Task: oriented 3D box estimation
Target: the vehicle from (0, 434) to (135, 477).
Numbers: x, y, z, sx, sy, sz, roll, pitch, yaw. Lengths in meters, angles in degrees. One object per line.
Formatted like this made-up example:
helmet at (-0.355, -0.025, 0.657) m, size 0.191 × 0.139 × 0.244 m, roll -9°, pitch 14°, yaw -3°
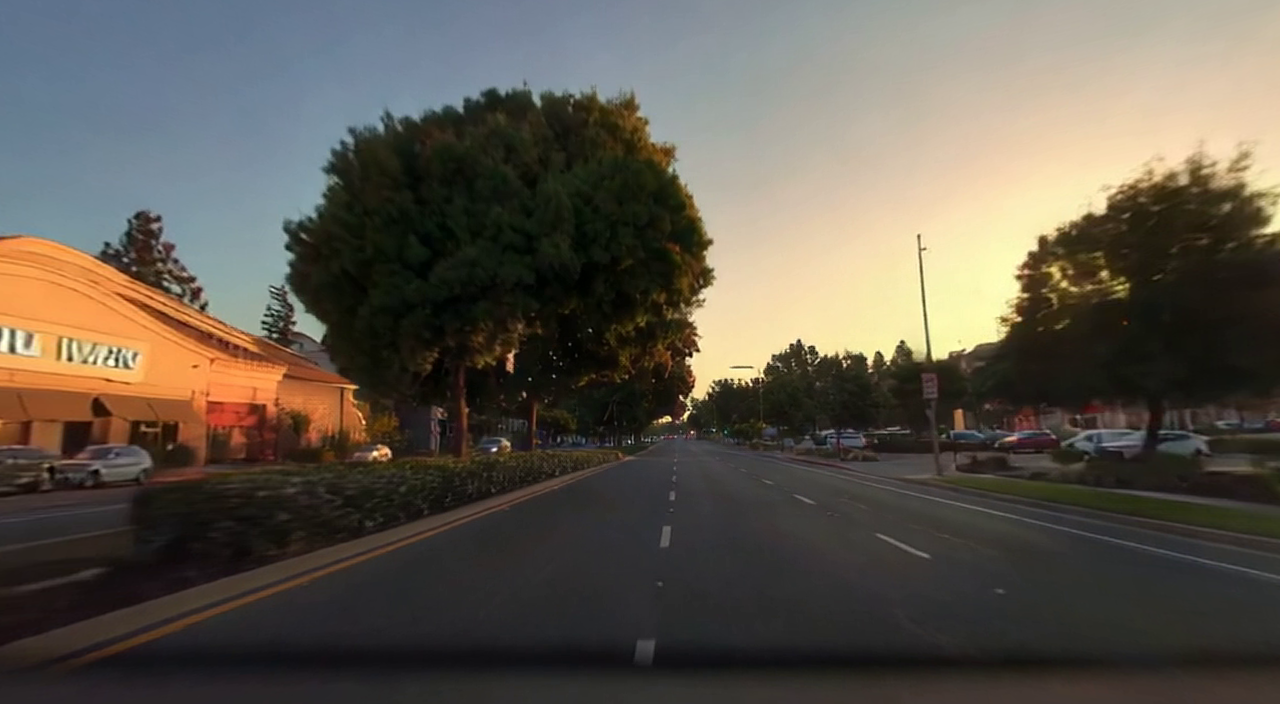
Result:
vehicle at (-25.590, 4.585, 28.029) m, size 4.620 × 1.801 × 2.017 m, roll 0°, pitch -9°, yaw 3°

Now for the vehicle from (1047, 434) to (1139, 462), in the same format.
vehicle at (28.049, 5.978, 39.359) m, size 2.129 × 1.652 × 5.150 m, roll 0°, pitch -9°, yaw 3°

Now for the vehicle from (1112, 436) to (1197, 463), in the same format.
vehicle at (31.228, 5.927, 38.530) m, size 1.825 × 1.572 × 4.229 m, roll 0°, pitch -9°, yaw 4°

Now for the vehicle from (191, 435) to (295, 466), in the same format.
vehicle at (-27.170, 6.753, 43.502) m, size 2.139 × 1.987 × 5.536 m, roll -5°, pitch -10°, yaw 32°

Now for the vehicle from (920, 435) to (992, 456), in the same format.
vehicle at (22.343, 6.618, 44.761) m, size 4.095 × 1.386 × 1.784 m, roll 0°, pitch -8°, yaw 1°
